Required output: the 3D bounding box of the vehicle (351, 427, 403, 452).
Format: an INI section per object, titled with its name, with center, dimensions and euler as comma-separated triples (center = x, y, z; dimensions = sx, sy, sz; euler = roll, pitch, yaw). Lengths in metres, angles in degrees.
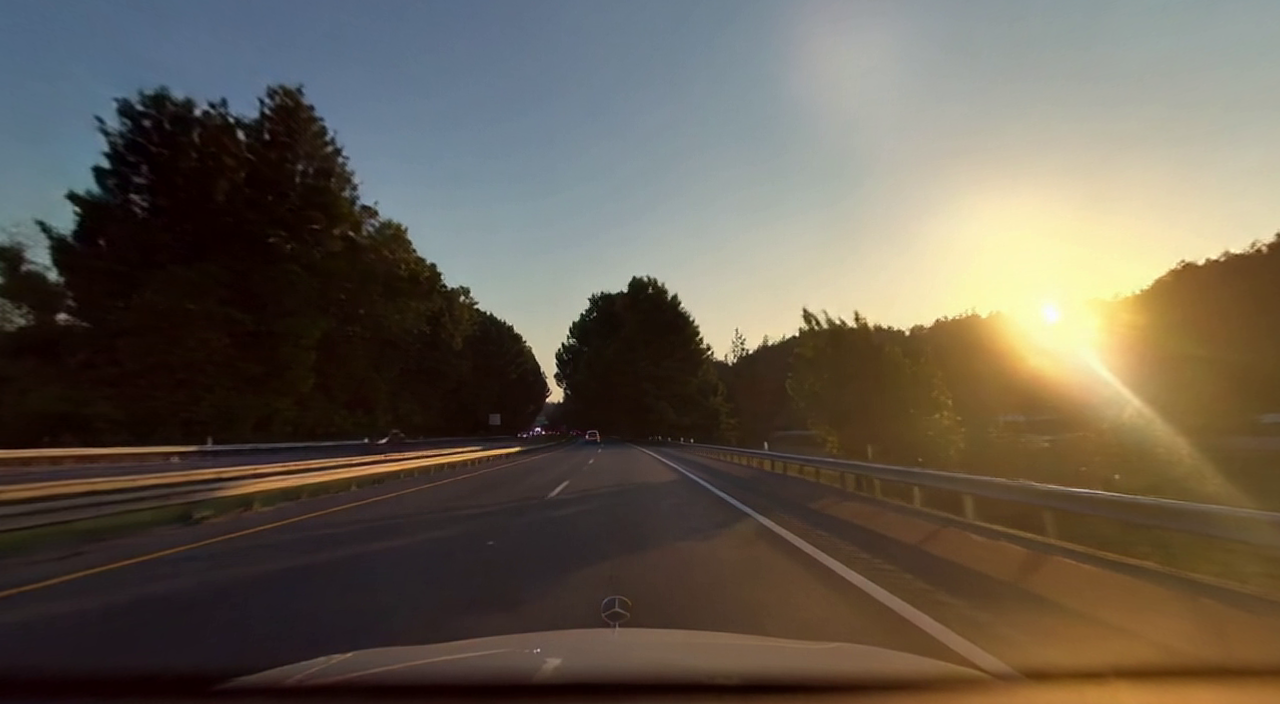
[vehicle]
center = -18.367, 6.138, 44.261
dimensions = 1.835, 1.601, 4.326
euler = 0, -8, -1
